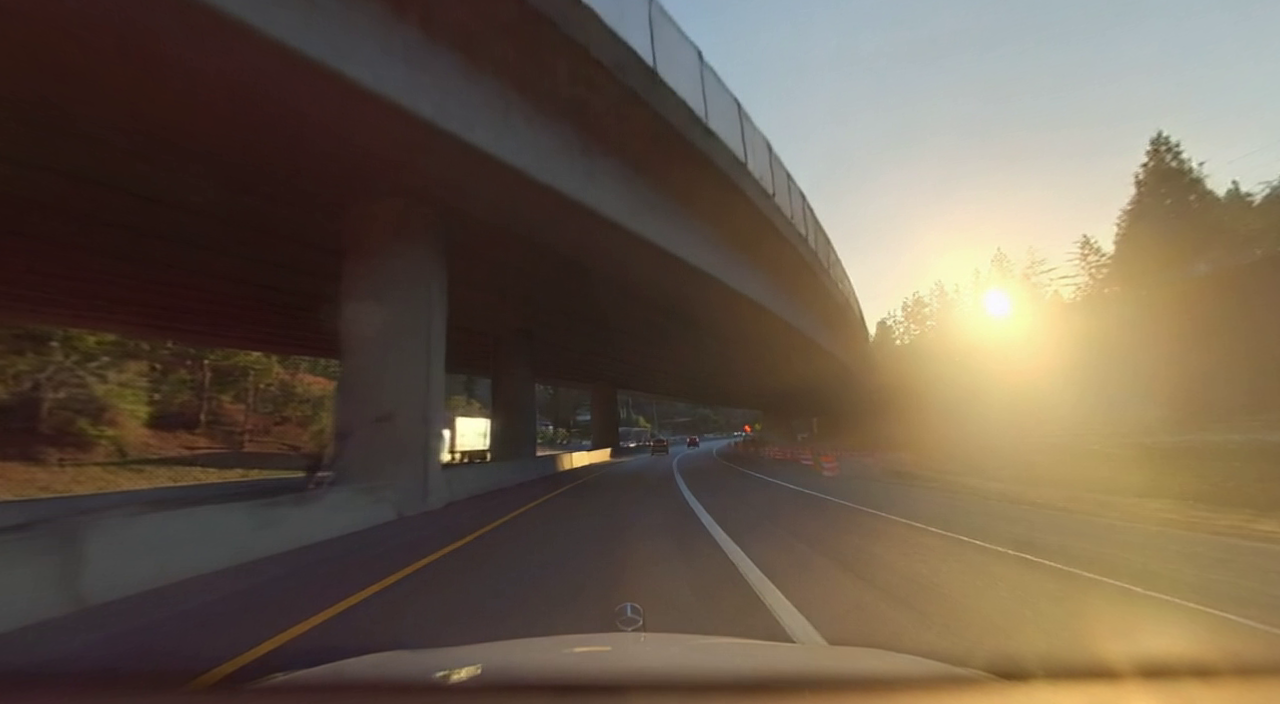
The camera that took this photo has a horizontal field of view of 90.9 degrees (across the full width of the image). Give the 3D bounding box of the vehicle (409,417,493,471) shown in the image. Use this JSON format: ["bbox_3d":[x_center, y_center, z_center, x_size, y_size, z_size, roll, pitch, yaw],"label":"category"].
[{"bbox_3d":[-13.381,6.607,45.507,2.775,3.490,8.472,-1,-8,5],"label":"vehicle"}]
